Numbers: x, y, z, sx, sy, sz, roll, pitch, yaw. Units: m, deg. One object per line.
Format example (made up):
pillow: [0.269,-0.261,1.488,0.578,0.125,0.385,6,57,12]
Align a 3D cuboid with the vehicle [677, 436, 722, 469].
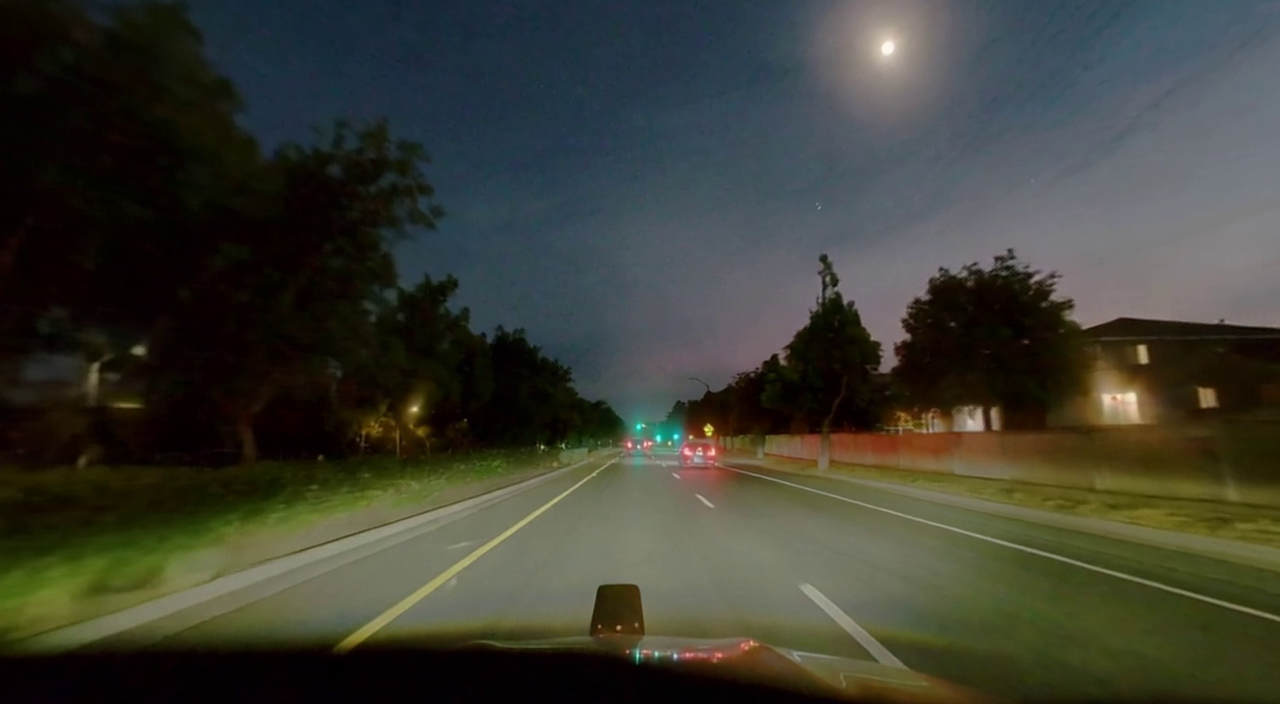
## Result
vehicle: [3.121,5.365,33.944,1.888,1.640,4.044,0,-8,-2]
